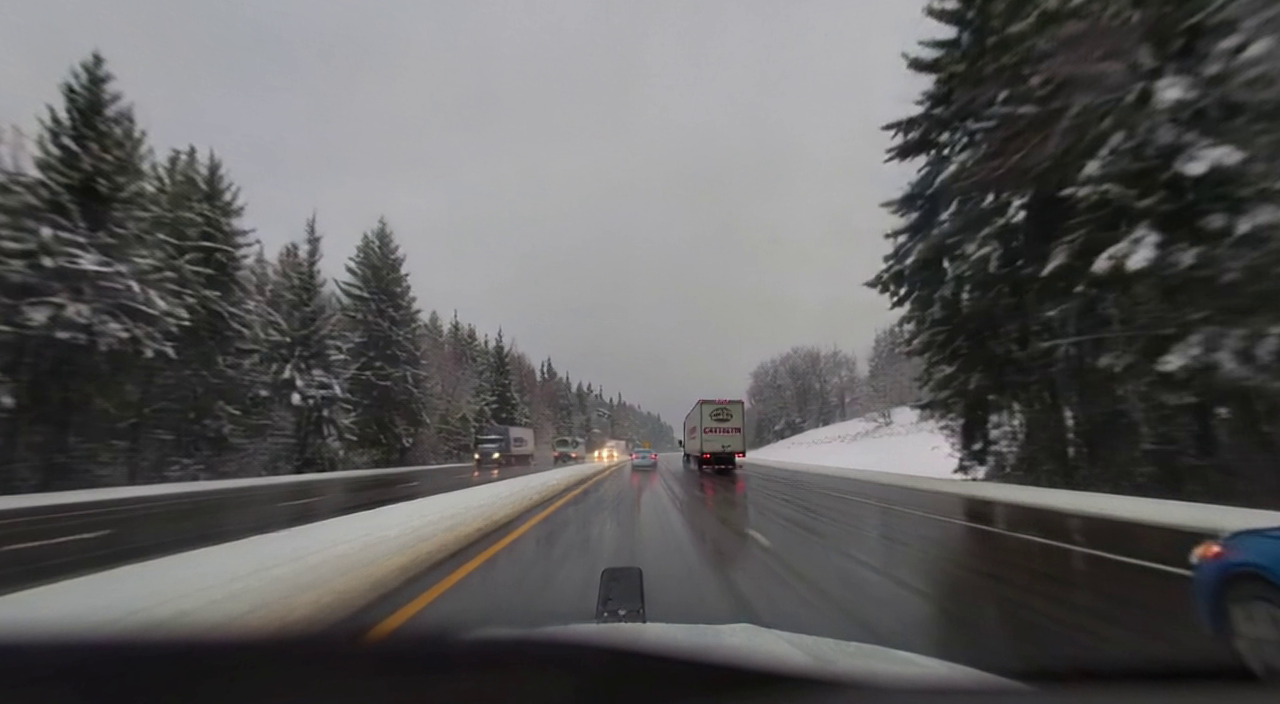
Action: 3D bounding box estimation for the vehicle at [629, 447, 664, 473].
[{"bbox_3d":[0.400,6.569,38.553,2.074,1.475,3.960,0,-9,1],"label":"vehicle"}]

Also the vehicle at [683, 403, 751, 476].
[{"bbox_3d":[4.821,6.010,42.653,2.909,4.074,14.457,0,-9,0],"label":"vehicle"}]
